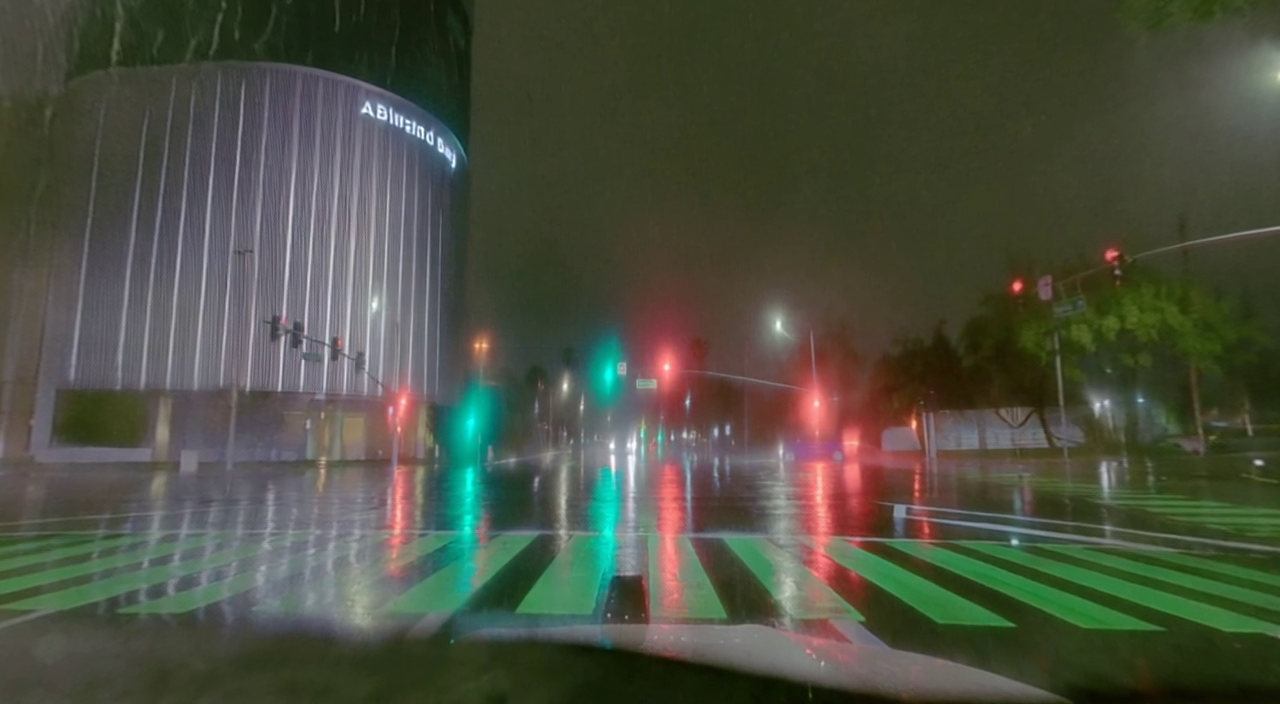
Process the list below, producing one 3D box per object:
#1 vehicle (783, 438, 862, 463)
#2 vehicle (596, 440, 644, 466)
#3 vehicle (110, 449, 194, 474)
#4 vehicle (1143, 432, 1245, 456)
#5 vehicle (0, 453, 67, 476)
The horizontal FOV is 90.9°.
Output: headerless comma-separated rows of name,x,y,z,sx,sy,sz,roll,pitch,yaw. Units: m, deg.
vehicle,11.378,6.188,39.602,4.529,1.457,1.981,-2,-9,9
vehicle,-1.313,6.115,38.291,2.280,1.454,4.836,1,-9,-10
vehicle,-33.069,7.406,42.751,4.136,1.661,1.857,0,-8,1
vehicle,36.156,6.016,41.194,4.767,1.456,1.858,0,-8,2
vehicle,-41.646,7.633,42.767,3.698,1.467,1.779,0,-8,1
